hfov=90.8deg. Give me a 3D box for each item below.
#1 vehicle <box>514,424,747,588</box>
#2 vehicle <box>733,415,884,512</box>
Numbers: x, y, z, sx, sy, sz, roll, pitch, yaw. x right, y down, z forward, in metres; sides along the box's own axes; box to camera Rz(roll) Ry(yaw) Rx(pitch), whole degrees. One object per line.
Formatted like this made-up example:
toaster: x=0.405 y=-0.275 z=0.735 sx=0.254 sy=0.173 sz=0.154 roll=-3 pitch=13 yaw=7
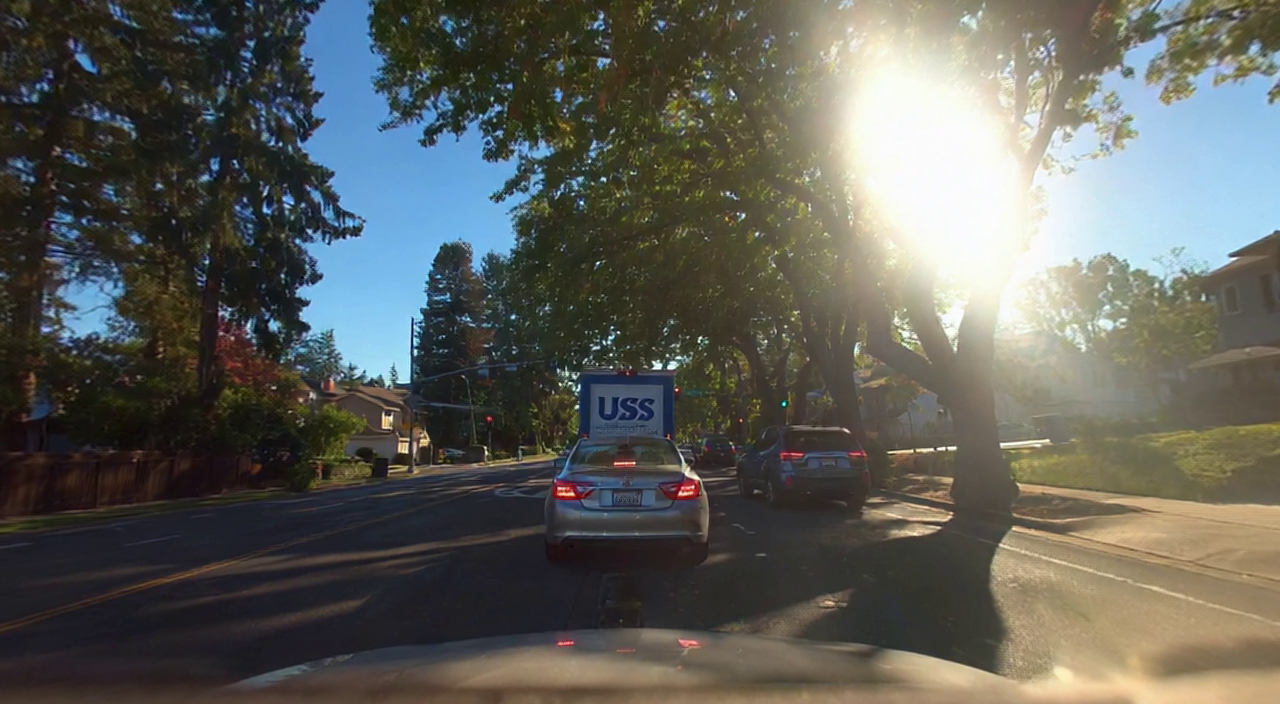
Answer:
vehicle: x=-0.144 y=1.732 z=7.983 sx=2.135 sy=1.483 sz=4.207 roll=0 pitch=-8 yaw=-2
vehicle: x=3.604 y=2.490 z=14.541 sx=2.145 sy=1.847 sz=4.524 roll=0 pitch=-8 yaw=-1
